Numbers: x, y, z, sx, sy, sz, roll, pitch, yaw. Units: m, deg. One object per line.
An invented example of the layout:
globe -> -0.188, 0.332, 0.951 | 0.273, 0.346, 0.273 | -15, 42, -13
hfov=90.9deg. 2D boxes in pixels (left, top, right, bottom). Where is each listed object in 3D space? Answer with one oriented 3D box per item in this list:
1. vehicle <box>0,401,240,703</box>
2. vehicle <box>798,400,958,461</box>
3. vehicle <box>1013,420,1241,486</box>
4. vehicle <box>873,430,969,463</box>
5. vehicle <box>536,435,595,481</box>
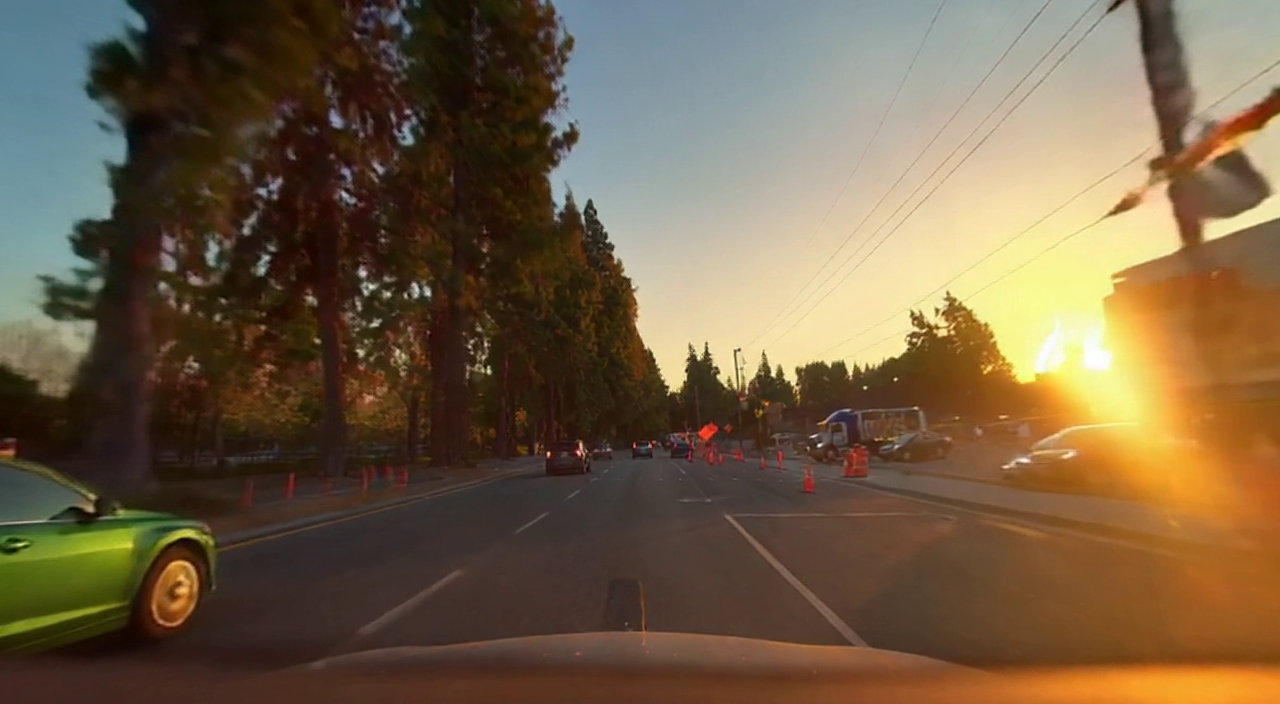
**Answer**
vehicle -> -4.020, 0.988, 2.884 | 1.856, 1.540, 3.733 | 0, -8, 1
vehicle -> 15.007, 5.056, 40.268 | 8.949, 3.673, 3.044 | 0, -8, -2
vehicle -> 13.809, 2.900, 18.351 | 4.804, 1.695, 2.055 | -4, -9, 26
vehicle -> 15.767, 5.328, 35.581 | 1.874, 1.694, 4.535 | 7, -11, -38
vehicle -> -2.929, 4.253, 25.637 | 2.038, 1.682, 4.399 | 0, -8, -2
